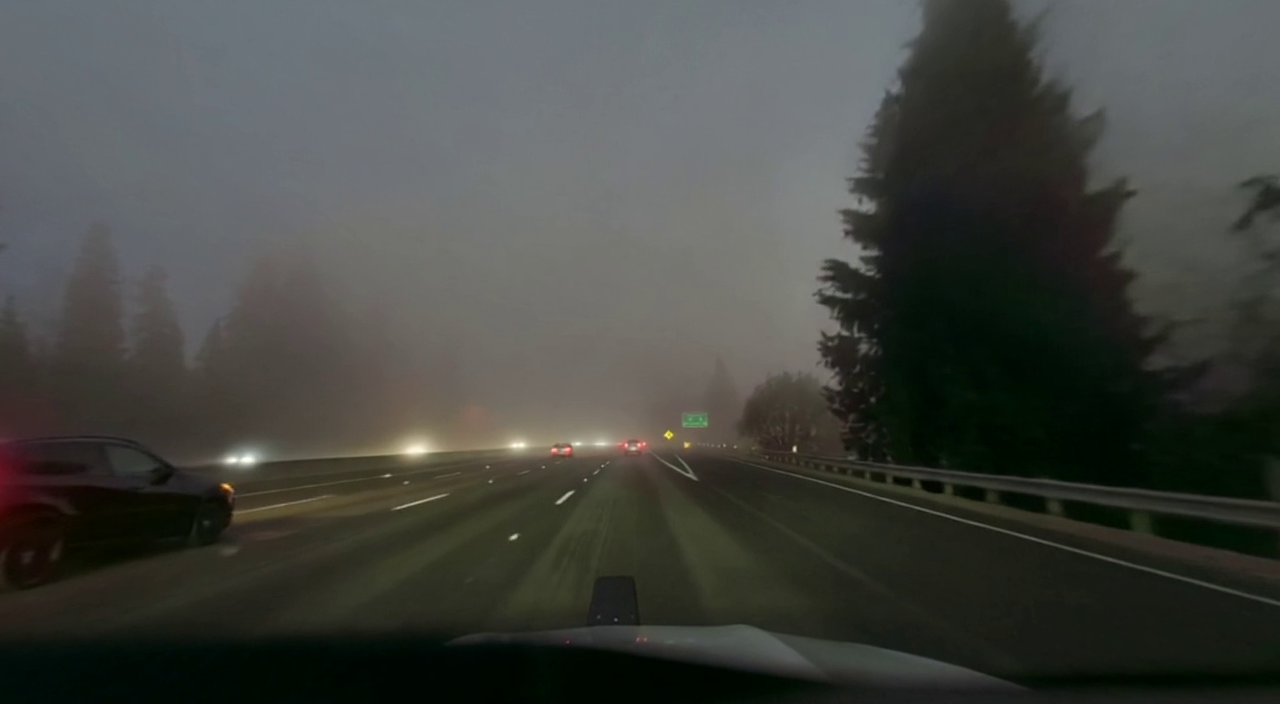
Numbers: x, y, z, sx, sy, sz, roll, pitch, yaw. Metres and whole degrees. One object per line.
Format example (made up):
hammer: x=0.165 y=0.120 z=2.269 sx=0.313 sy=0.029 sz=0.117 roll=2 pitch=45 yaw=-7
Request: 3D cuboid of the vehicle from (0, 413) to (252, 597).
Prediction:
vehicle: x=-6.670 y=1.533 z=6.747 sx=2.016 sy=1.606 sz=4.806 roll=0 pitch=-9 yaw=0
